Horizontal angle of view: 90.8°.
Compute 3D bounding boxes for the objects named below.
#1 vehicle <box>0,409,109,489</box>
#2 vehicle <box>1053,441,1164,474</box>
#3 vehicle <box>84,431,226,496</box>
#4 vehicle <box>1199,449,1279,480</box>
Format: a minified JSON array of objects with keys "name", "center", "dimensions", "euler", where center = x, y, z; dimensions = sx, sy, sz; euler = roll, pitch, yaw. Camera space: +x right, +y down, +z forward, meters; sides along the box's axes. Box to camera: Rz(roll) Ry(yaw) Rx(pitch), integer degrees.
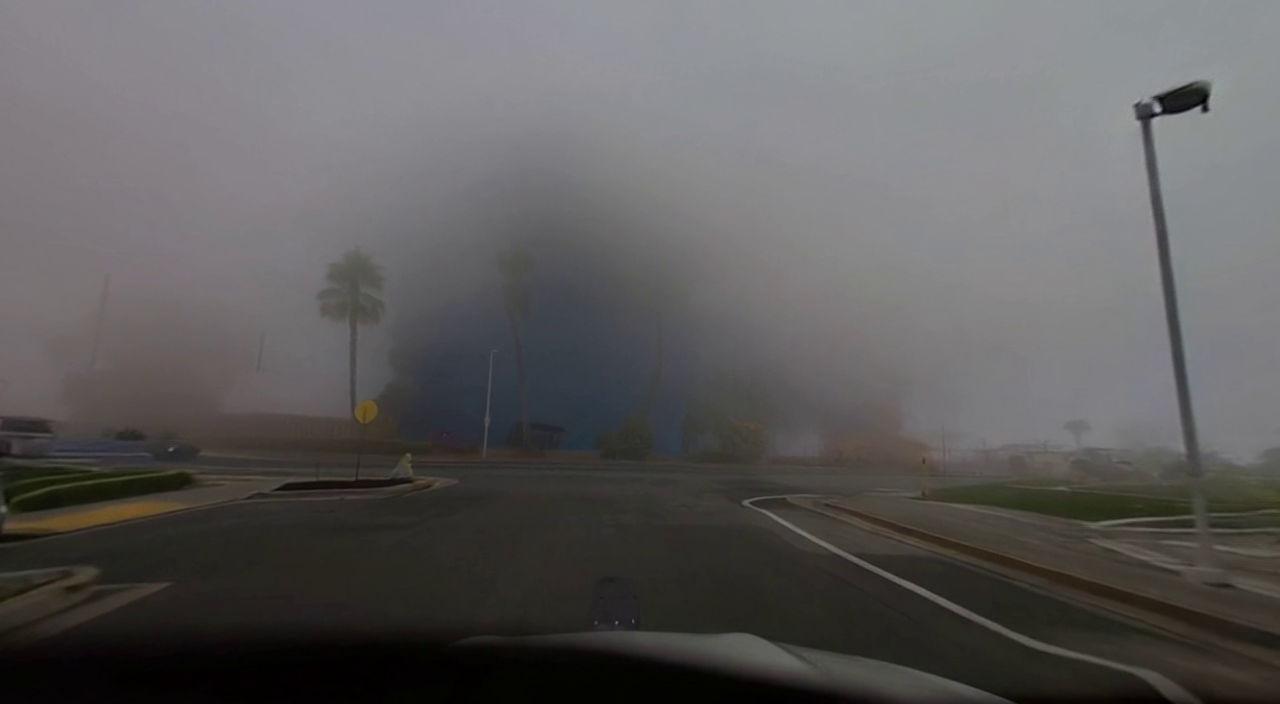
[{"name":"vehicle","center":[-15.846,2.510,16.598],"dimensions":[2.002,1.809,4.772],"euler":[4,-9,-30]},{"name":"vehicle","center":[27.437,6.190,37.109],"dimensions":[4.839,1.845,2.037],"euler":[0,-9,-2]},{"name":"vehicle","center":[-12.806,2.943,17.042],"dimensions":[1.860,1.485,4.641],"euler":[4,-10,-23]},{"name":"vehicle","center":[36.587,6.723,37.919],"dimensions":[4.241,1.743,2.016],"euler":[1,-9,-5]}]
